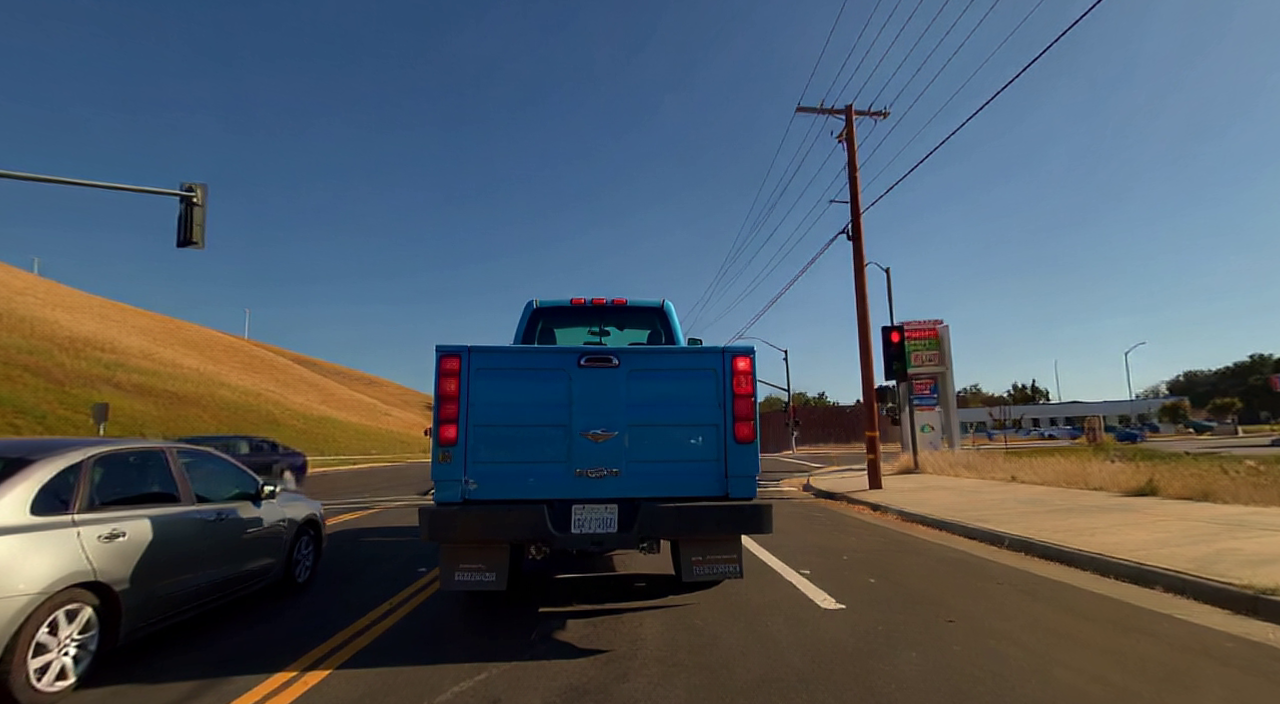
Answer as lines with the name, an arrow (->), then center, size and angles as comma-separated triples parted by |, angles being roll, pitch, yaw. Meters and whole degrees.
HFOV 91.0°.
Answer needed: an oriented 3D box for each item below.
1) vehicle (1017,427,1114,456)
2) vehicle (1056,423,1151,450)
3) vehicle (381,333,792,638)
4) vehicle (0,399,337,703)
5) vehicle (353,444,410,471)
vehicle -> 25.563, 5.392, 37.927 | 4.419, 1.496, 1.854 | -2, -9, 1
vehicle -> 32.746, 5.999, 44.541 | 5.021, 1.757, 2.012 | -8, -12, 44
vehicle -> -0.426, 1.322, 7.208 | 2.859, 2.144, 5.406 | 0, -9, -1
vehicle -> -3.964, 1.188, 3.981 | 2.017, 1.555, 4.150 | -1, -9, 0
vehicle -> -17.121, 7.012, 41.914 | 2.133, 1.690, 4.331 | 0, -9, -3
